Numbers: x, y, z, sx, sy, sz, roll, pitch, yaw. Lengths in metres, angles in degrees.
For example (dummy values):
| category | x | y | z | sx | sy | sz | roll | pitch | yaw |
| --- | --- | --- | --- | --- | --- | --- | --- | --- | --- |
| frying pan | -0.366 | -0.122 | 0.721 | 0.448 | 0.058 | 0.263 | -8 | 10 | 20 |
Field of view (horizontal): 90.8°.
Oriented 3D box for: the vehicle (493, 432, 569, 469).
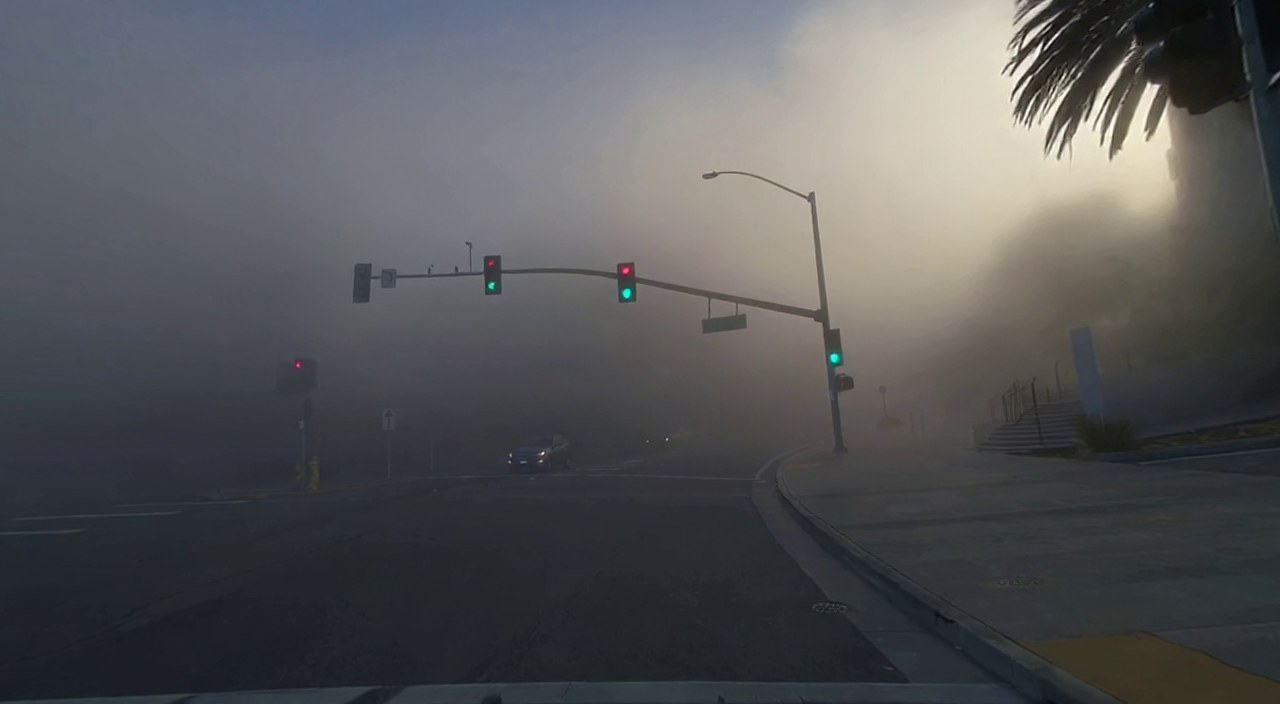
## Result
| category | x | y | z | sx | sy | sz | roll | pitch | yaw |
| --- | --- | --- | --- | --- | --- | --- | --- | --- | --- |
| vehicle | -5.696 | 5.236 | 33.641 | 2.181 | 1.792 | 4.648 | -3 | -9 | 16 |
